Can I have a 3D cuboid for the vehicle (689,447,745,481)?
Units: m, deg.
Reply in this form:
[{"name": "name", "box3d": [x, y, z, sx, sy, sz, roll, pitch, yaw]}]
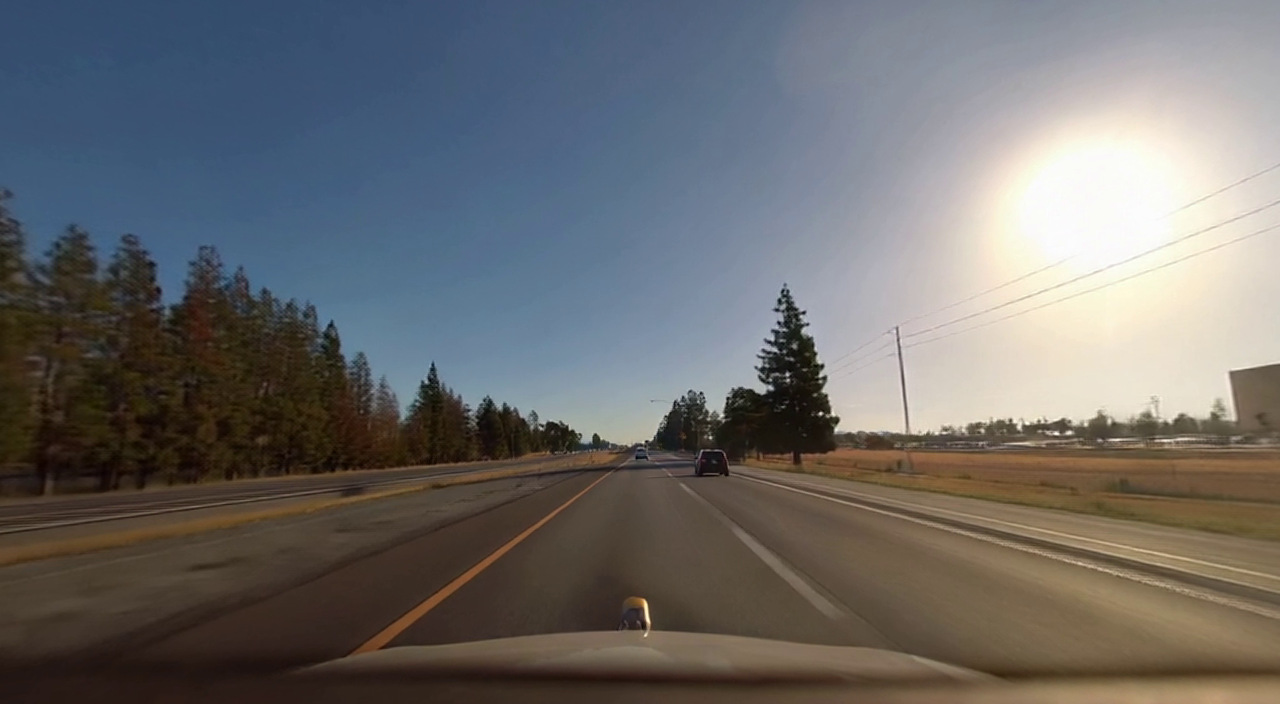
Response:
[{"name": "vehicle", "box3d": [3.605, 5.329, 30.277, 2.115, 1.522, 4.330, 0, -9, 0]}]
